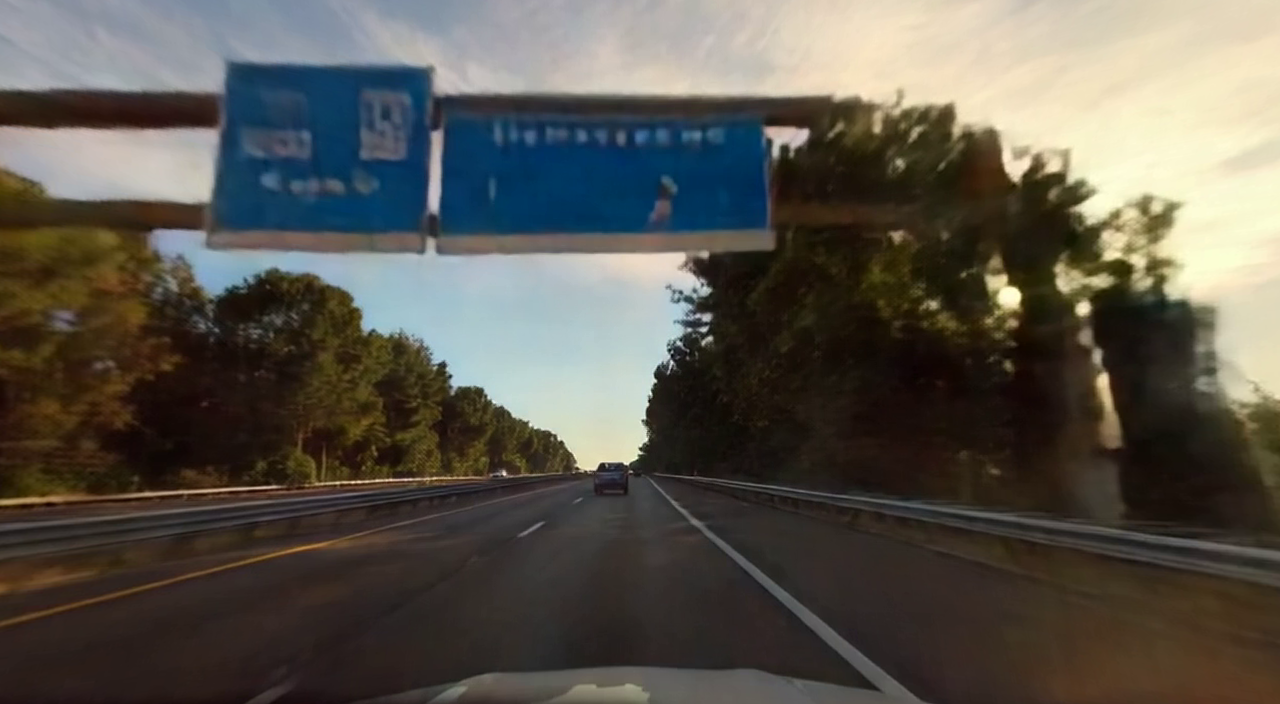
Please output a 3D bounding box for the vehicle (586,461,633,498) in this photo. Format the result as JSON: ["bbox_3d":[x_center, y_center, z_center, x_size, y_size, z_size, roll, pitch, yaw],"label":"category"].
[{"bbox_3d":[-1.466,6.398,31.775,2.107,1.668,4.554,1,-11,0],"label":"vehicle"}]
